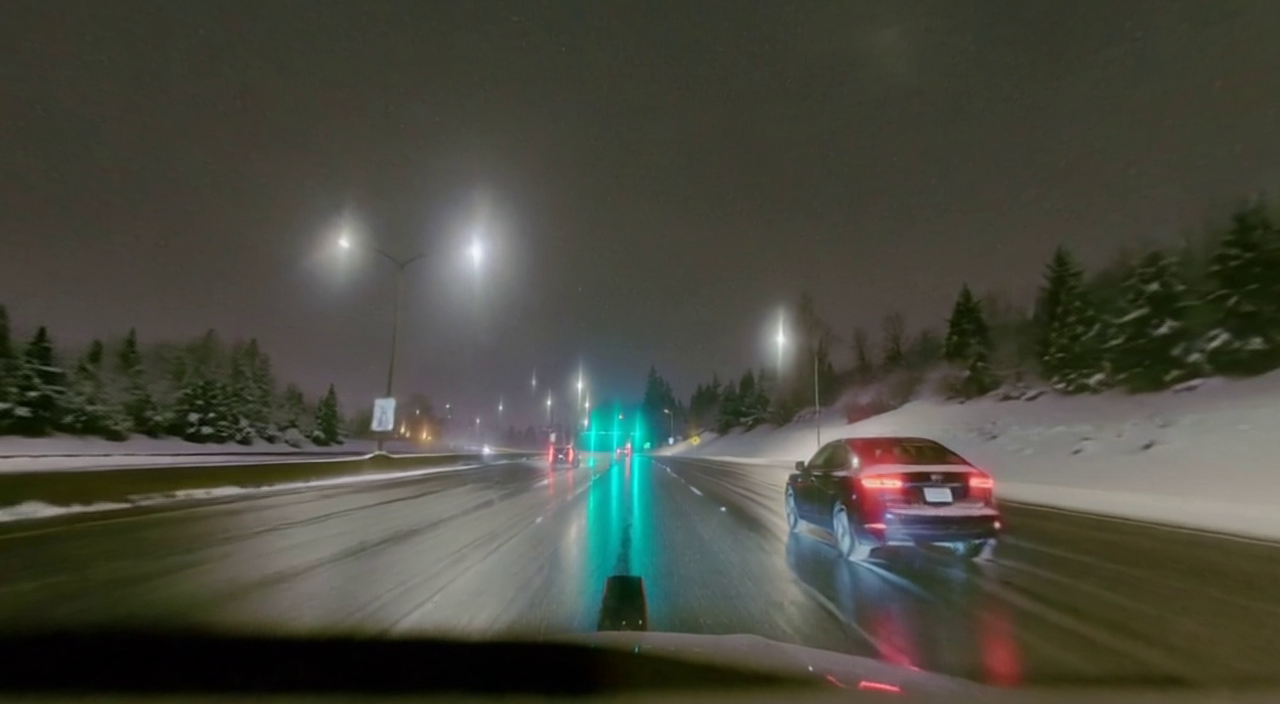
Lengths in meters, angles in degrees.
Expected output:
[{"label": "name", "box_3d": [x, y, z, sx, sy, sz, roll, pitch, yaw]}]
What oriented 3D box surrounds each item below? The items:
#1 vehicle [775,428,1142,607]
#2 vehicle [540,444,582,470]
[{"label": "vehicle", "box_3d": [3.218, 1.750, 7.772, 2.030, 1.490, 4.737, 0, -8, 0]}, {"label": "vehicle", "box_3d": [-4.694, 6.295, 38.080, 2.014, 1.481, 4.156, 0, -8, 0]}]
